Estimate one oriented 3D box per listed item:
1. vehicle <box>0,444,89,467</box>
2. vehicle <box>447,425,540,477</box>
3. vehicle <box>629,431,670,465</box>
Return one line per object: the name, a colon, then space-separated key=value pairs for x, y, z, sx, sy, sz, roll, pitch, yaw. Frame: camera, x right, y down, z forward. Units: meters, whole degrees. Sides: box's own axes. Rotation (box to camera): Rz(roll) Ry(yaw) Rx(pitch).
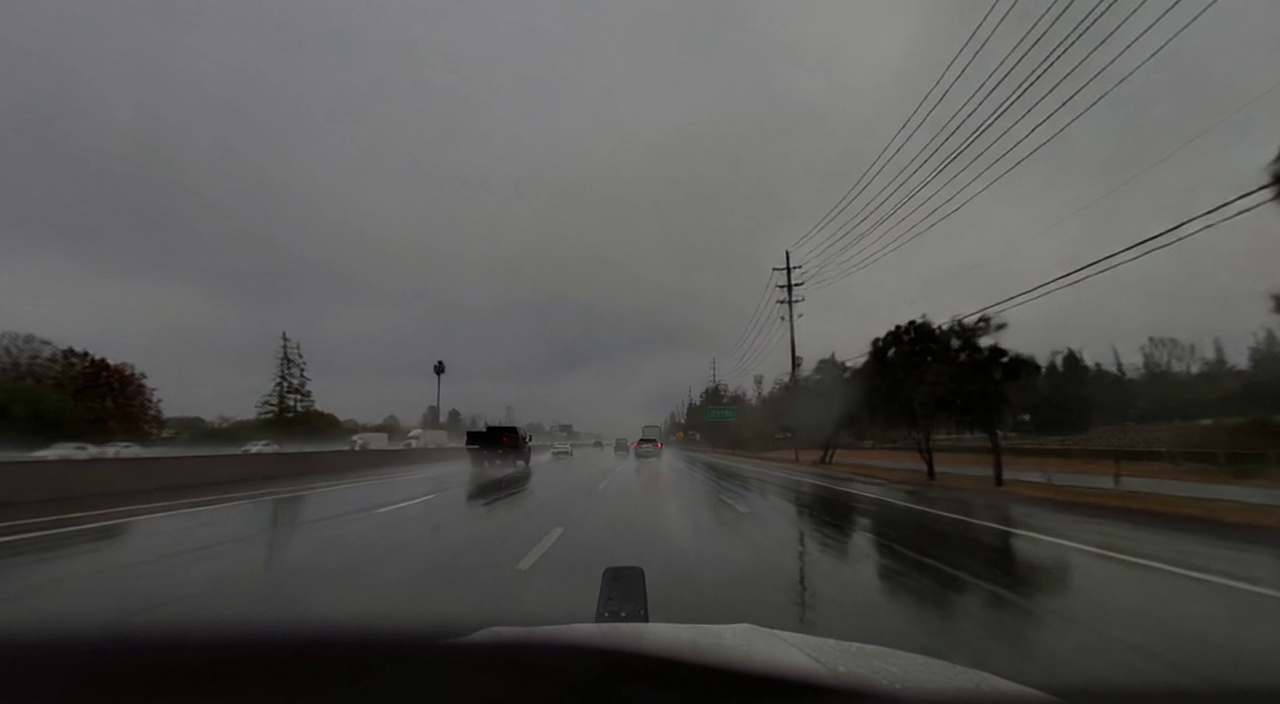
vehicle: x=-43.633 y=7.536 z=46.290 sx=1.889 sy=1.599 sz=4.753 roll=-1 pitch=-8 yaw=2
vehicle: x=-6.203 y=4.311 z=27.768 sx=2.460 sy=1.992 sz=6.474 roll=0 pitch=-8 yaw=1
vehicle: x=0.589 y=6.155 z=40.627 sx=2.448 sy=2.025 sz=5.193 roll=0 pitch=-8 yaw=0
